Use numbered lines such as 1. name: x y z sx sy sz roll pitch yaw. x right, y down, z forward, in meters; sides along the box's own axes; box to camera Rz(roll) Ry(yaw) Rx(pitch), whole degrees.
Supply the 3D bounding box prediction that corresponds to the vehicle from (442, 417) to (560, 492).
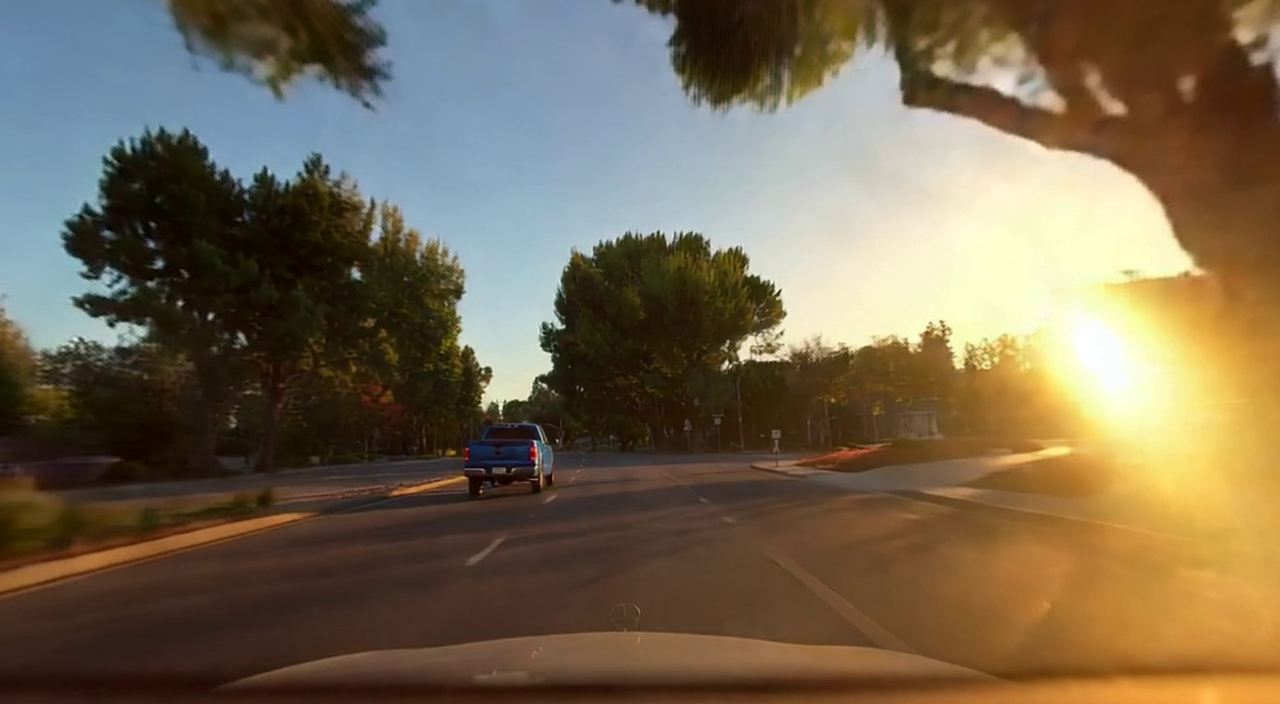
1. vehicle: -3.874 3.045 19.021 2.267 1.849 6.402 0 -8 -2
